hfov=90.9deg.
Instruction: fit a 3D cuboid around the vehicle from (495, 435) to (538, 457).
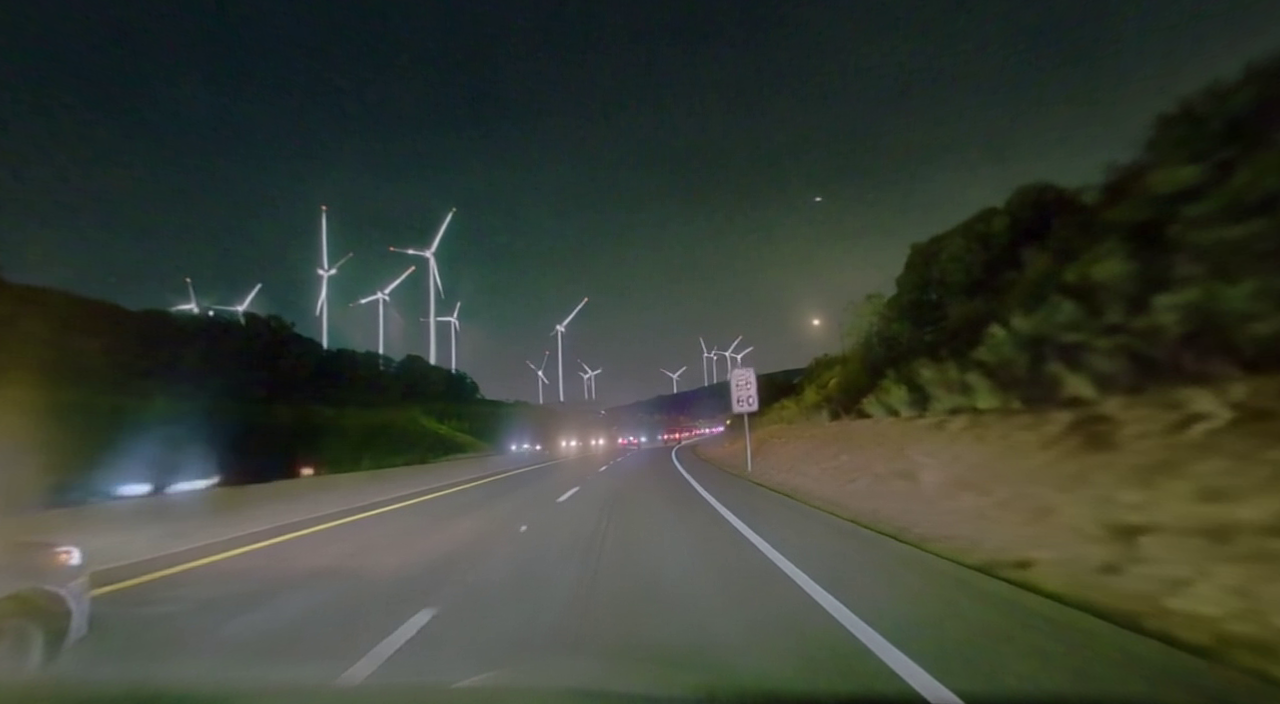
[{"bbox_3d":[-9.013,6.851,46.185,1.917,1.475,4.700,0,-8,4],"label":"vehicle"}]
